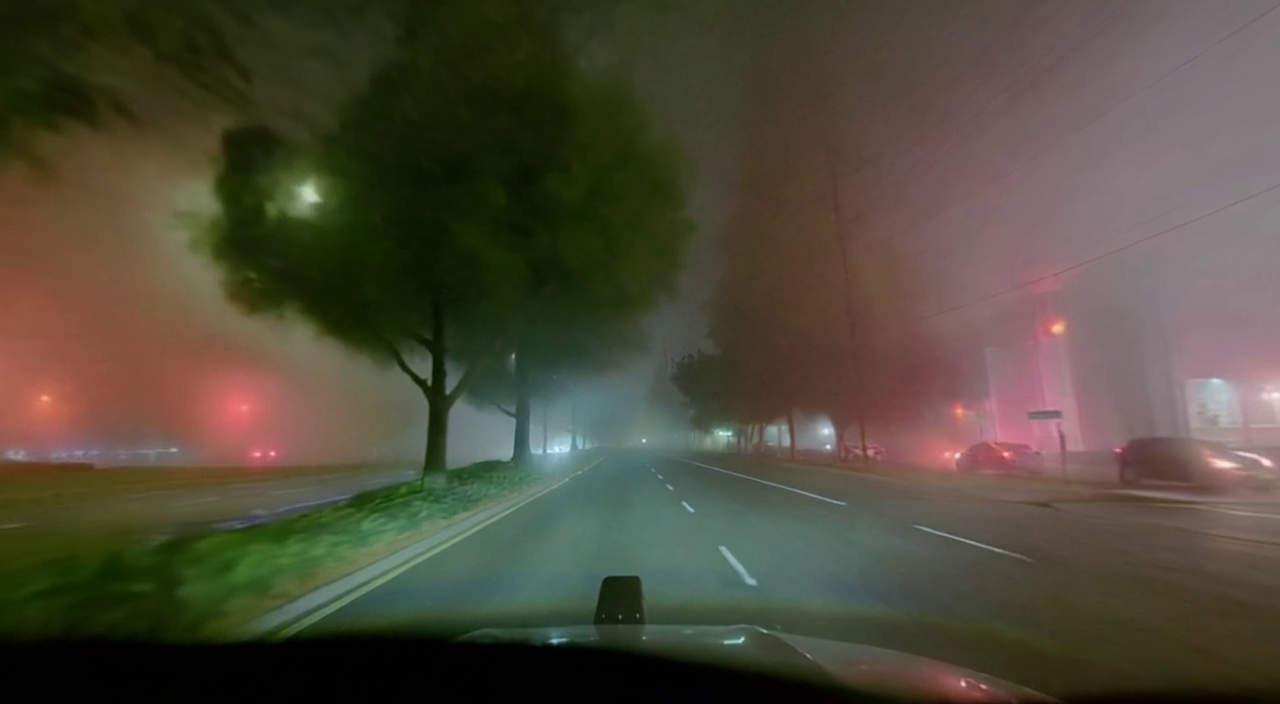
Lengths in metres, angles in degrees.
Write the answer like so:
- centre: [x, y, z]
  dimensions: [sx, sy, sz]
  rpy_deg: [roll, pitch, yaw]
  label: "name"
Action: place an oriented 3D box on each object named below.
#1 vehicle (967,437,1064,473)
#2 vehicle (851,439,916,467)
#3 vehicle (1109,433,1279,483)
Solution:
- centre: [18.696, 5.133, 31.718]
  dimensions: [1.947, 1.667, 4.347]
  rpy_deg: [0, -9, -3]
  label: "vehicle"
- centre: [15.425, 6.424, 40.353]
  dimensions: [2.006, 1.683, 4.643]
  rpy_deg: [0, -9, -5]
  label: "vehicle"
- centre: [20.143, 3.800, 22.790]
  dimensions: [4.661, 1.710, 2.127]
  rpy_deg: [0, -9, -1]
  label: "vehicle"
